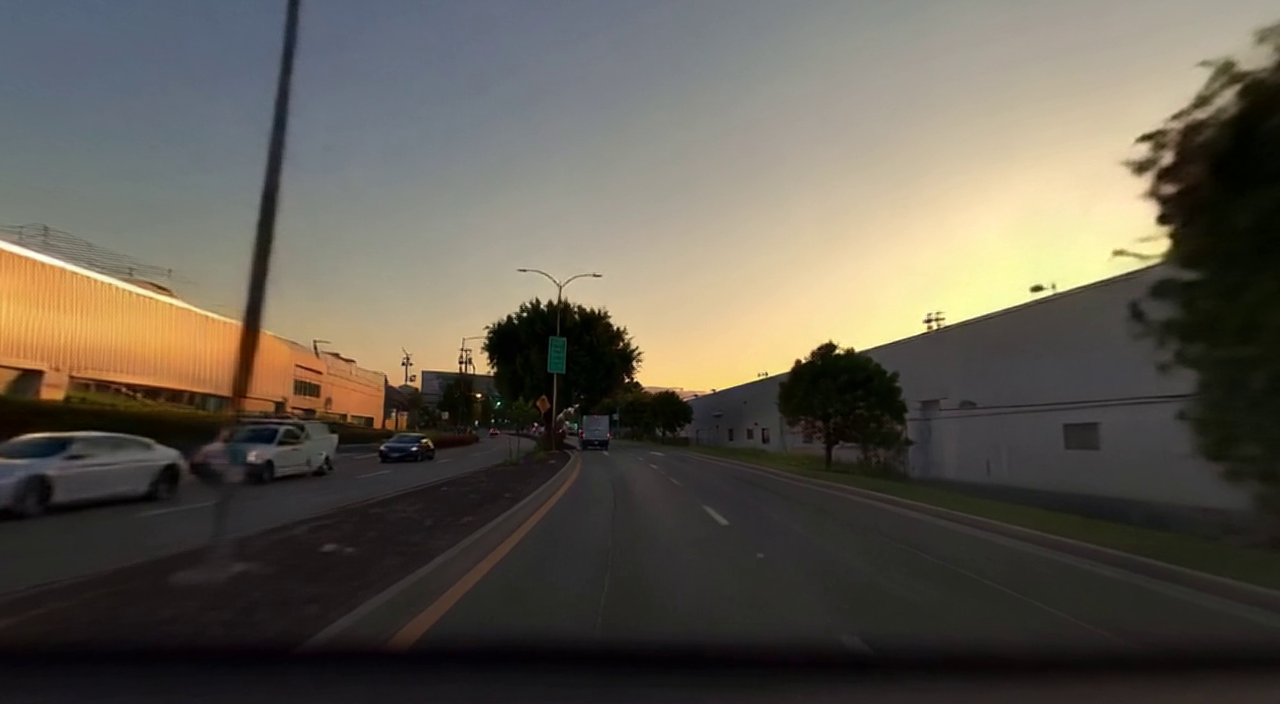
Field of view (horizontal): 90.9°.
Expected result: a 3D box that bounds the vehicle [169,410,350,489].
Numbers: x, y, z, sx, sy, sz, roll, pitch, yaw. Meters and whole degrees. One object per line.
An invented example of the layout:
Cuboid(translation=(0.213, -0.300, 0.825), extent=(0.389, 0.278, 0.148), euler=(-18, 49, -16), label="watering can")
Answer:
Cuboid(translation=(-10.587, 2.747, 18.182), extent=(2.198, 1.916, 5.296), euler=(1, -8, -4), label="vehicle")

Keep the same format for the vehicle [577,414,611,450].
Cuboid(translation=(-3.697, 6.311, 49.591), extent=(2.276, 2.706, 5.232), euler=(1, -8, -9), label="vehicle")

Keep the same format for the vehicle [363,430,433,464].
Cuboid(translation=(-11.386, 4.483, 29.914), extent=(1.897, 1.515, 3.986), euler=(1, -8, -3), label="vehicle")

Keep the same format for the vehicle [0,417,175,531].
Cuboid(translation=(-10.114, 1.916, 10.345), extent=(1.926, 1.610, 4.079), euler=(0, -8, -2), label="vehicle")
